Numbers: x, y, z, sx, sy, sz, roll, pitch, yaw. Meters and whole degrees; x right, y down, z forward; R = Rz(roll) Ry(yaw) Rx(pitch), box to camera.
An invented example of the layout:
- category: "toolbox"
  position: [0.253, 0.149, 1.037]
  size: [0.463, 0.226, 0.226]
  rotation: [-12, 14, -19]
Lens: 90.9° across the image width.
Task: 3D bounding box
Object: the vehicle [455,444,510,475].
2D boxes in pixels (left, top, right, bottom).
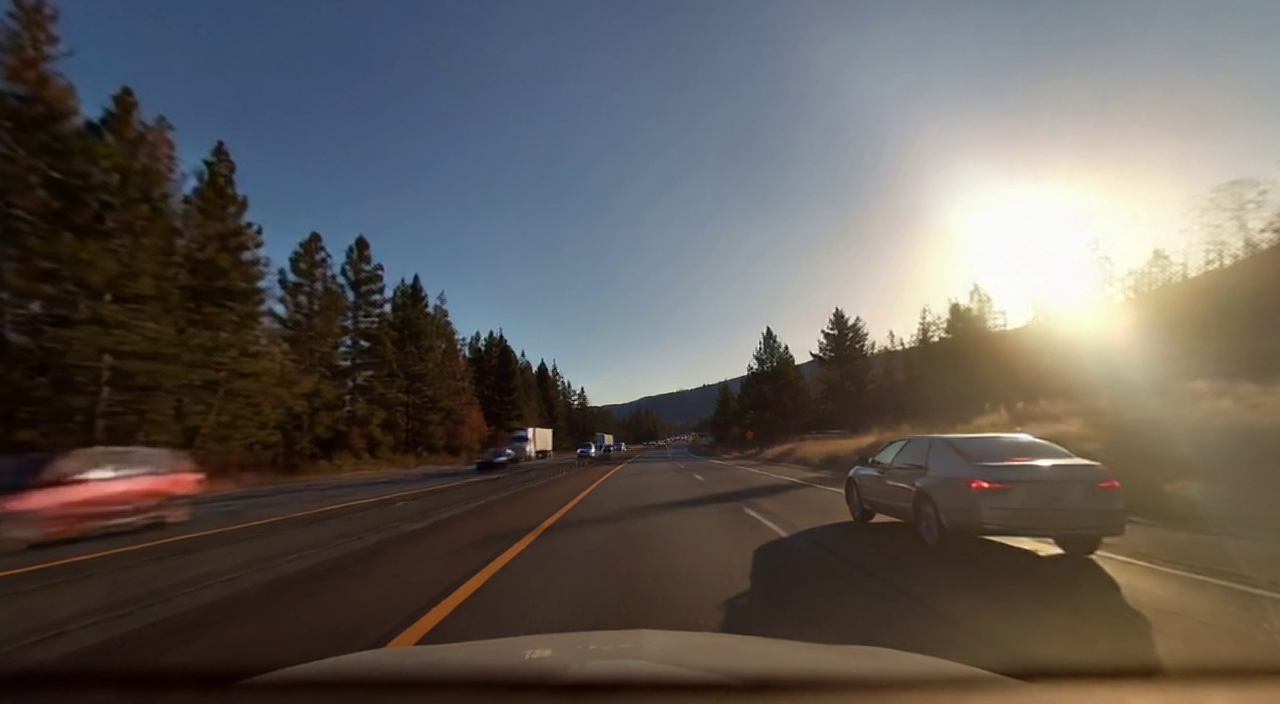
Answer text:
- category: "vehicle"
  position: [-9.025, 6.198, 36.548]
  size: [1.909, 1.640, 4.518]
  rotation: [-1, -8, 2]

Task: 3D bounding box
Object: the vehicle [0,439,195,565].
- category: "vehicle"
  position: [-9.220, 2.090, 9.205]
  size: [2.062, 1.597, 4.608]
  rotation: [0, -8, 0]

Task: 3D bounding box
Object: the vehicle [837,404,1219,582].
- category: "vehicle"
  position: [4.531, 1.724, 8.608]
  size: [2.098, 1.703, 4.862]
  rotation: [0, -8, 0]
